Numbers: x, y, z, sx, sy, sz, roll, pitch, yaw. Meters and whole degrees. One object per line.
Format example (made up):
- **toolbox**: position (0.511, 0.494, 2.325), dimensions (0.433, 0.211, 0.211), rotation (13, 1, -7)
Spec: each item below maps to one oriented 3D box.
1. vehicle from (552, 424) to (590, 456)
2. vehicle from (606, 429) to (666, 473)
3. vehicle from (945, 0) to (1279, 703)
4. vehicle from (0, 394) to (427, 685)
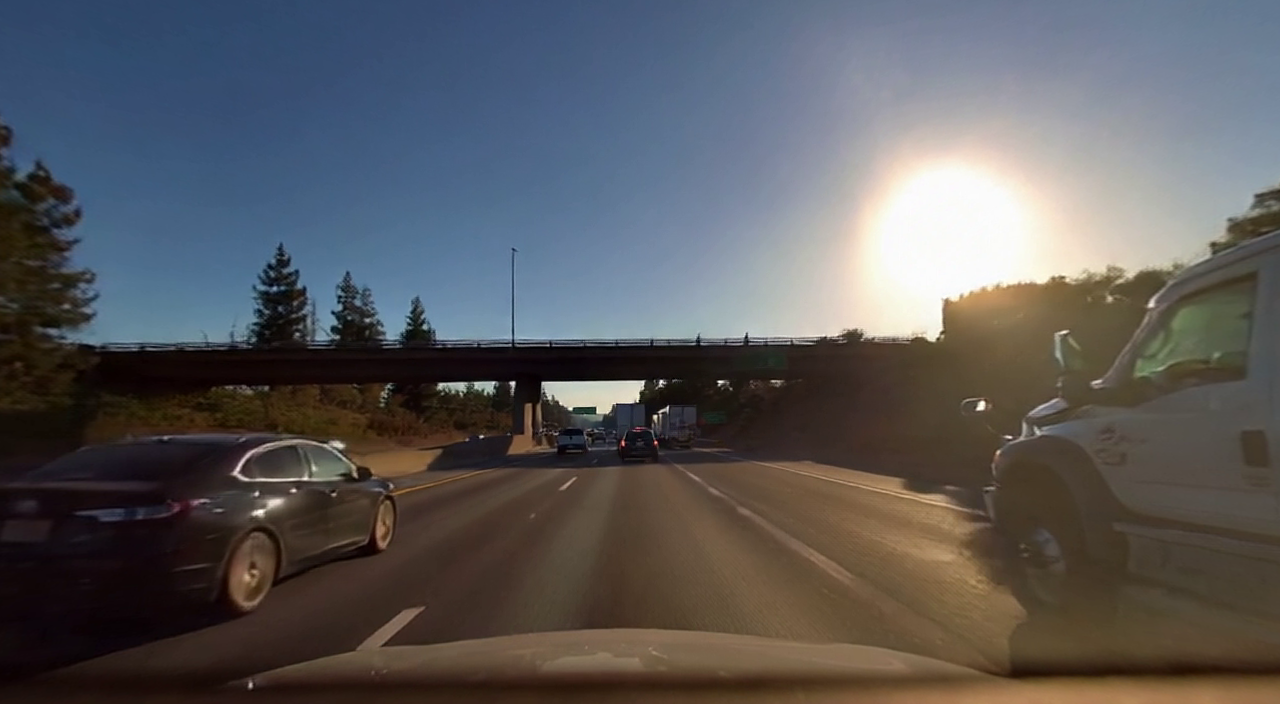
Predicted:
- **vehicle**: position (-4.480, 5.819, 41.619), dimensions (2.013, 1.961, 4.692), rotation (0, -8, 0)
- **vehicle**: position (-0.175, 3.681, 23.707), dimensions (2.059, 1.522, 3.693), rotation (0, -8, -1)
- **vehicle**: position (3.899, -0.199, 0.983), dimensions (2.783, 3.483, 7.836), rotation (0, -8, -1)
- **vehicle**: position (-3.742, 1.312, 5.758), dimensions (1.979, 1.527, 4.754), rotation (0, -8, -1)
